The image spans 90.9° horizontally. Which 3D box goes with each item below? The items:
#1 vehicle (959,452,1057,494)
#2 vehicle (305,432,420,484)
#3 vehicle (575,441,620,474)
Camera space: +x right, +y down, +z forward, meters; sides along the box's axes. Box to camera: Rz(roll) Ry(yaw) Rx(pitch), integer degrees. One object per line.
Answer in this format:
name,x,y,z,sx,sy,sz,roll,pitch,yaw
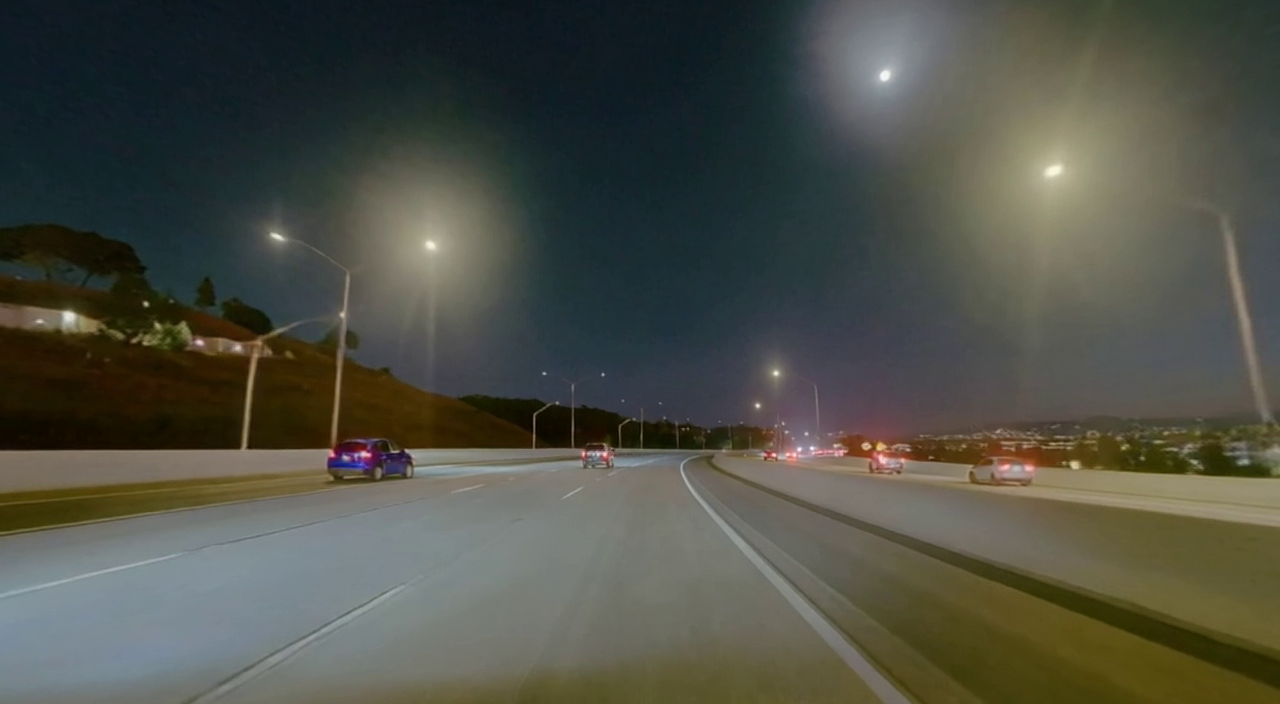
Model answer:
vehicle,15.517,5.095,26.897,1.786,1.559,4.496,-1,-8,6
vehicle,-10.285,3.958,23.850,2.039,1.746,4.528,-1,-8,3
vehicle,-2.421,6.152,36.968,2.028,1.782,4.150,-1,-8,4
